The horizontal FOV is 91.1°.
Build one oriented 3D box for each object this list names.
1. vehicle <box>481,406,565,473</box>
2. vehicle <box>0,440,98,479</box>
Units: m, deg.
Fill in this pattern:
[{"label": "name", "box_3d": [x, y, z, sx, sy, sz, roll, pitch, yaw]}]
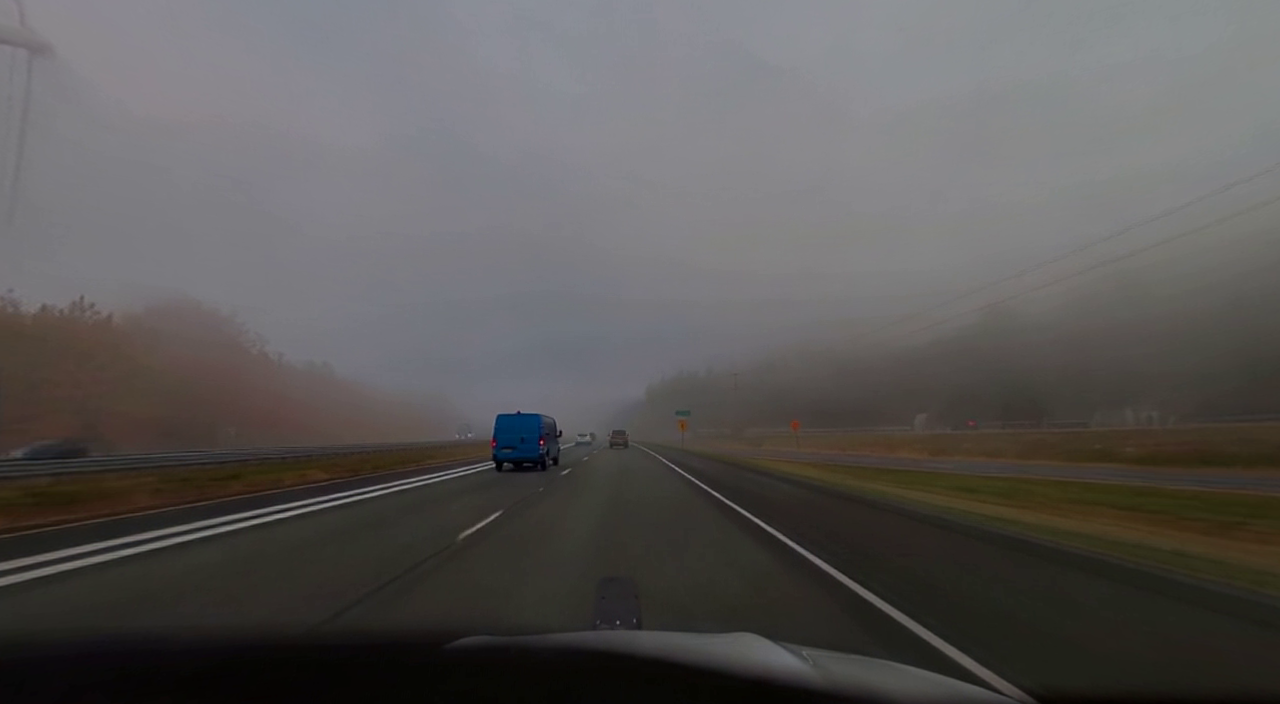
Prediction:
[{"label": "vehicle", "box_3d": [-4.346, 3.374, 24.348, 2.303, 2.323, 5.089, 0, -8, 0]}, {"label": "vehicle", "box_3d": [-28.702, 5.040, 29.865, 1.866, 1.653, 4.484, 0, -8, -1]}]
